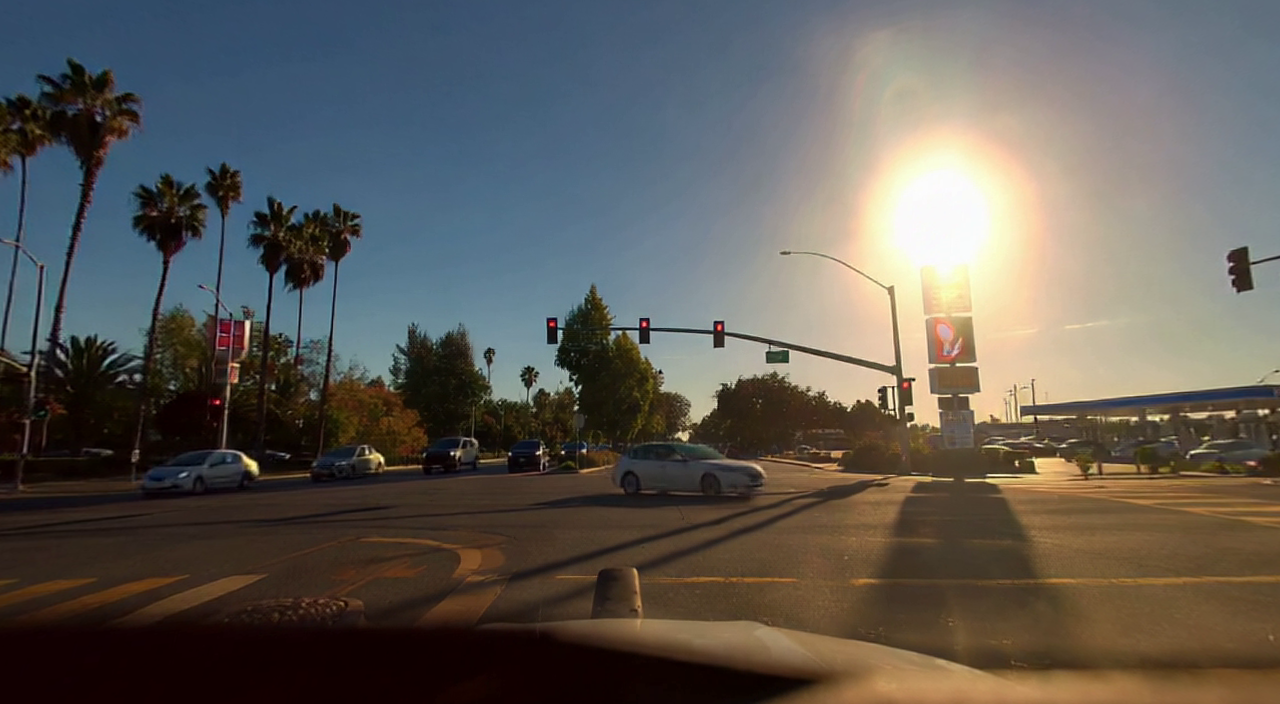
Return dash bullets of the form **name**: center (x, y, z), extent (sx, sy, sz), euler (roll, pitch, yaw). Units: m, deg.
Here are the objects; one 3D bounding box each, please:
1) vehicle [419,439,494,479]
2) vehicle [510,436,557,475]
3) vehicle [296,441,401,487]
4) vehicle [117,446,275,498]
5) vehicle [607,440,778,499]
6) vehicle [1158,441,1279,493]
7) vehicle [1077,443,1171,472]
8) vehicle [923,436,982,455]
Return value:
- **vehicle**: center (-8.498, 4.980, 29.696), extent (2.124, 1.701, 4.551), euler (0, -9, 0)
- **vehicle**: center (-5.124, 5.054, 31.036), extent (1.929, 1.719, 4.892), euler (1, -9, -6)
- **vehicle**: center (-11.861, 4.560, 26.137), extent (1.973, 1.712, 4.872), euler (0, -9, 0)
- **vehicle**: center (-15.168, 4.096, 21.991), extent (2.099, 1.590, 4.625), euler (0, -9, 0)
- **vehicle**: center (1.384, 3.280, 18.065), extent (4.579, 1.464, 1.983), euler (-8, -12, 41)
- **vehicle**: center (18.719, 3.401, 18.816), extent (5.015, 1.446, 1.862), euler (0, -9, -3)
- **vehicle**: center (24.268, 5.295, 31.735), extent (3.474, 1.376, 1.538), euler (0, -9, -2)
- **vehicle**: center (22.549, 6.760, 45.657), extent (3.356, 1.395, 1.559), euler (0, -9, -1)
